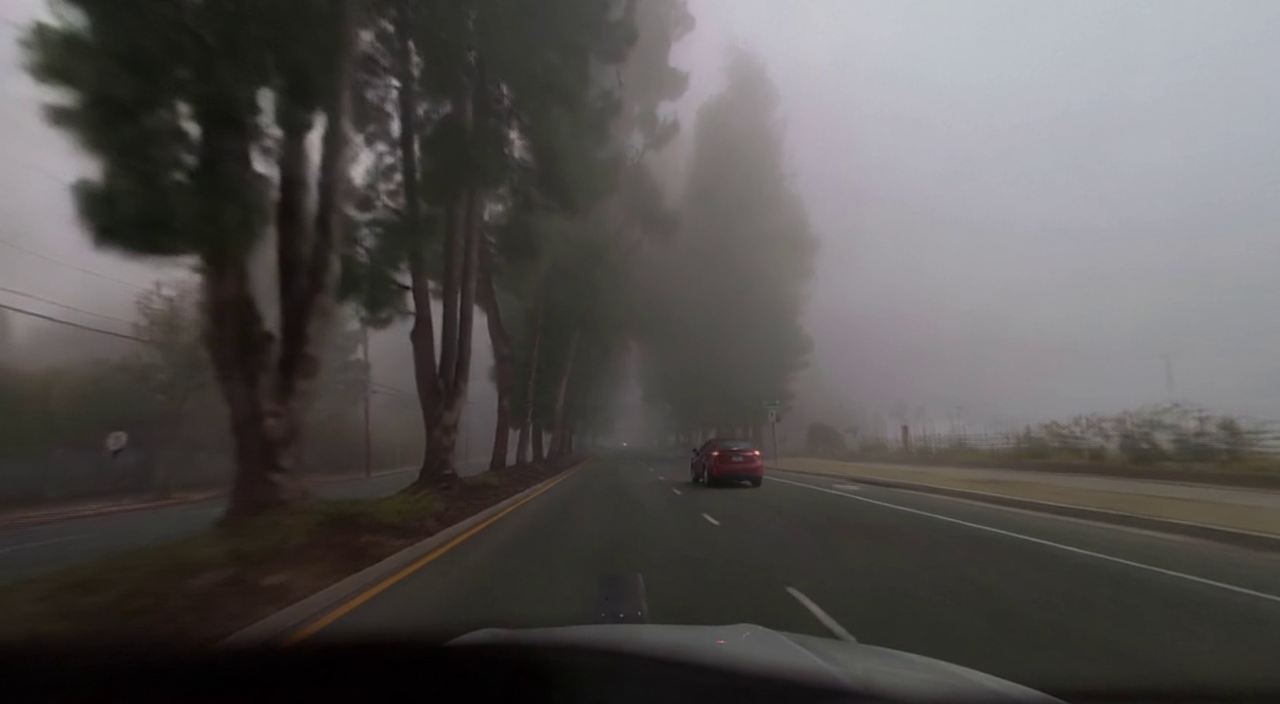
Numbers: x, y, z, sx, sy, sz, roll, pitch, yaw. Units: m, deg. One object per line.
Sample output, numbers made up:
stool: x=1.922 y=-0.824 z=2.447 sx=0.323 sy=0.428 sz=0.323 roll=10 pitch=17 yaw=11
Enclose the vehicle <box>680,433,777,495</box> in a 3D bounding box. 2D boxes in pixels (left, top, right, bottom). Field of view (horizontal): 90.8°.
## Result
vehicle: x=2.358 y=3.142 z=18.041 sx=1.985 sy=1.529 sz=4.316 roll=0 pitch=-9 yaw=-3
